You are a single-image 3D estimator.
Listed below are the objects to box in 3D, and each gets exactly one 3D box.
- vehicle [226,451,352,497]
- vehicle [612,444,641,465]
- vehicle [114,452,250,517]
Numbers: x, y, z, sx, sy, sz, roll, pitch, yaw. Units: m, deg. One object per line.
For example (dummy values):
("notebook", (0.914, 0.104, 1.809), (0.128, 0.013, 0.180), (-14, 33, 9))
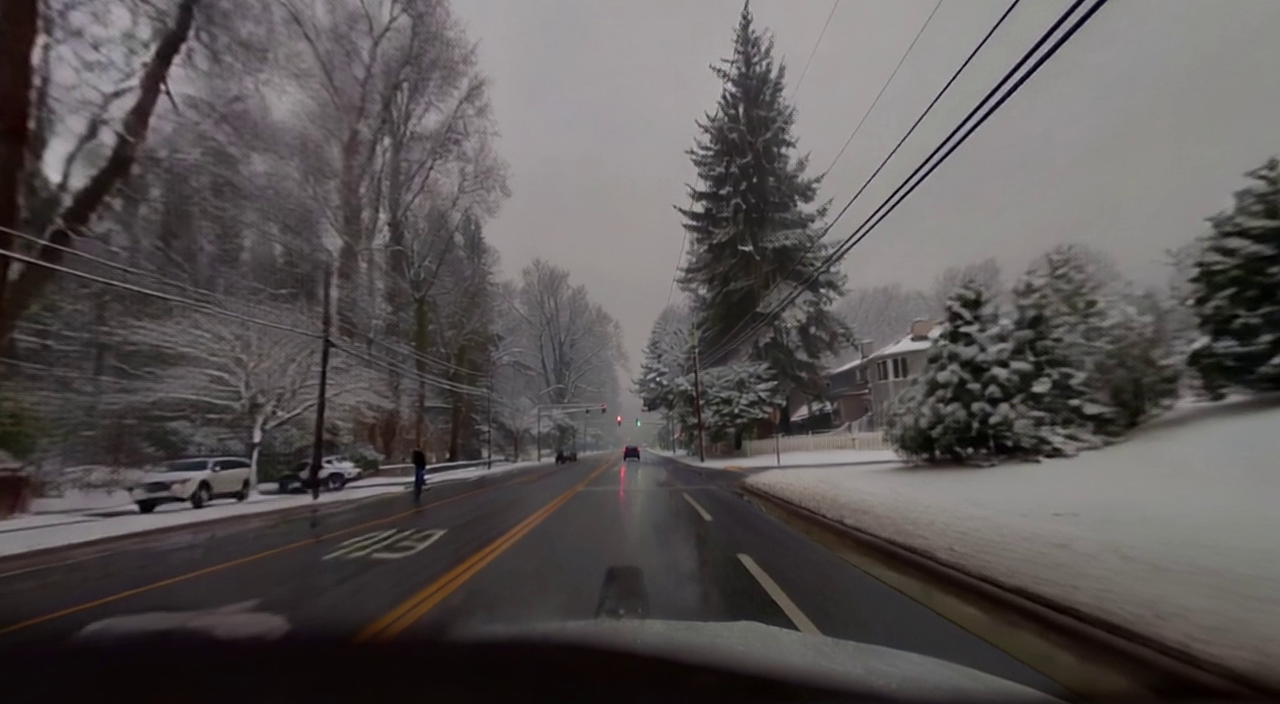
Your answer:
("vehicle", (-16.141, 5.612, 29.281), (2.043, 1.803, 4.631), (-12, -13, 37))
("vehicle", (-1.005, 7.743, 48.064), (2.104, 1.500, 3.815), (0, -8, -1))
("vehicle", (-16.658, 4.739, 23.427), (2.378, 1.922, 5.801), (0, -8, -18))
